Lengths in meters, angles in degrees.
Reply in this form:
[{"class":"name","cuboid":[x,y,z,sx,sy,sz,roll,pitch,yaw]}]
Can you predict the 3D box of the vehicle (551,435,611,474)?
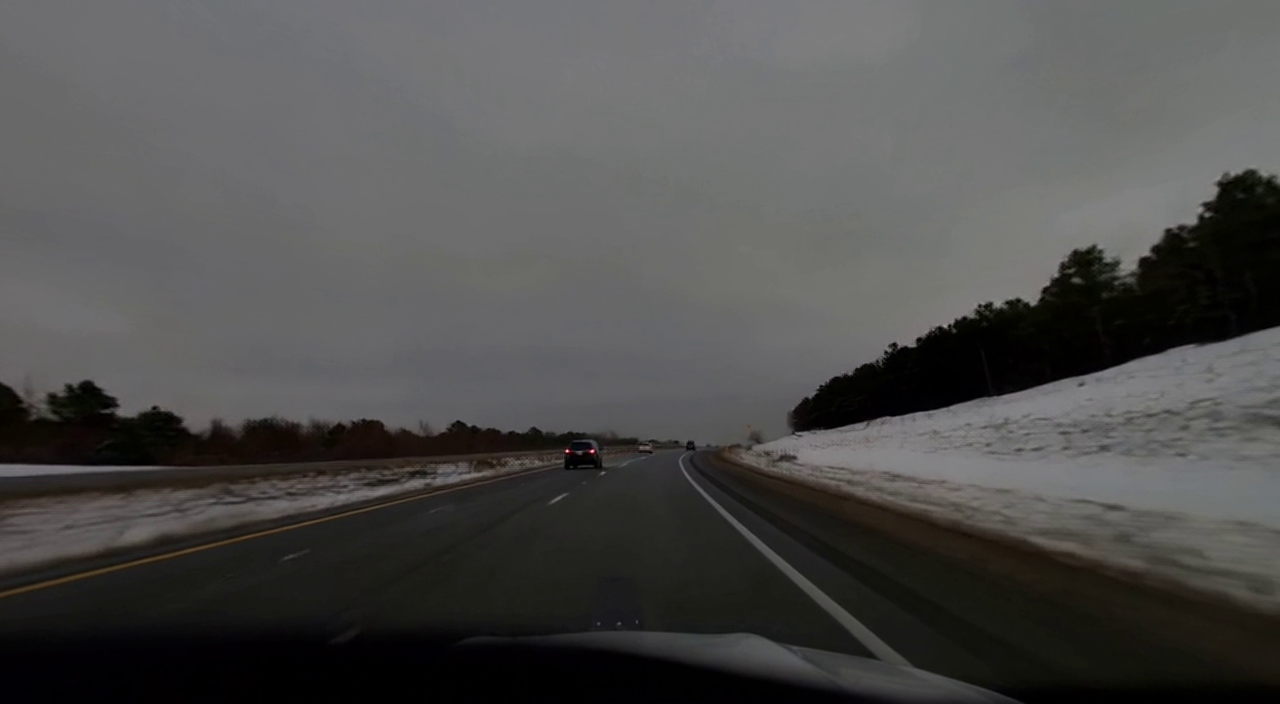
[{"class":"vehicle","cuboid":[-2.794,5.038,31.130,2.252,1.743,4.560,-1,-9,4]}]
